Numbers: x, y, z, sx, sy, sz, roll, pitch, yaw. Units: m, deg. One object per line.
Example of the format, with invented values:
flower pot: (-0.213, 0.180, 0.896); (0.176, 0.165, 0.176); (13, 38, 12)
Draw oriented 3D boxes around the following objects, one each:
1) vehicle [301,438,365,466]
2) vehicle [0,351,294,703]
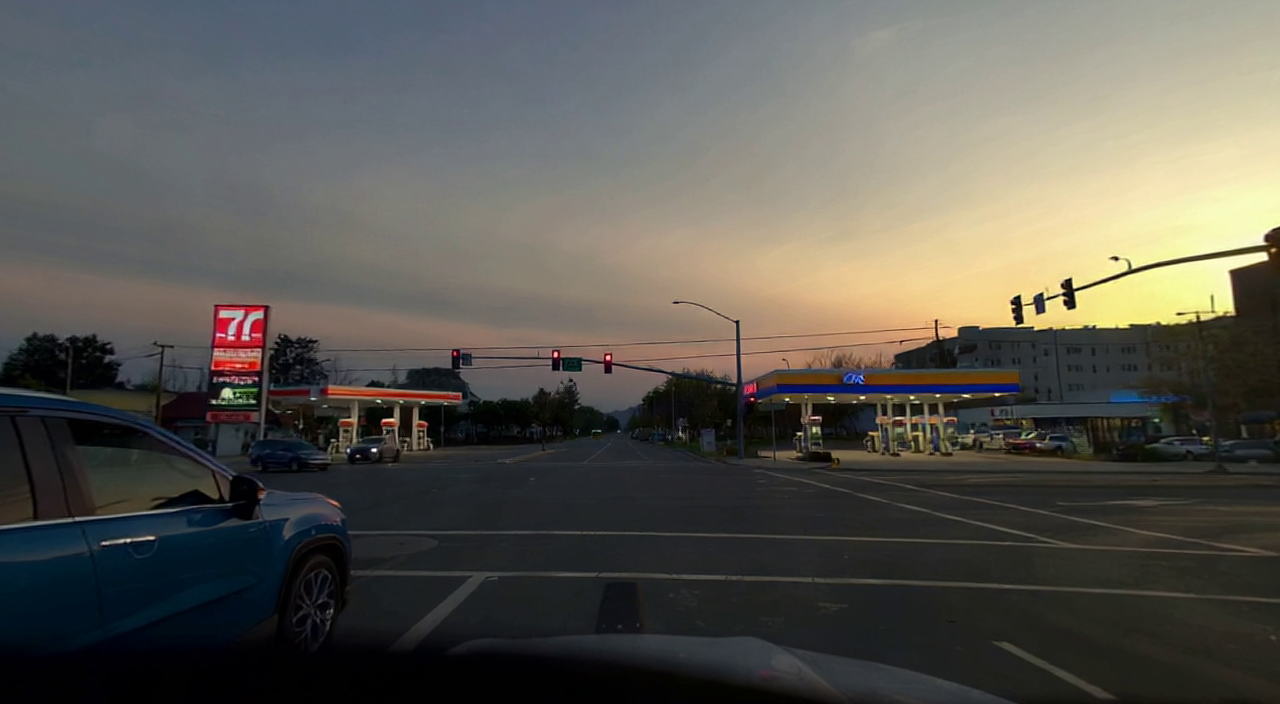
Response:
vehicle: (-20.438, 6.680, 42.146); (2.004, 1.699, 4.486); (0, -9, 1)
vehicle: (-3.421, 0.803, 2.040); (2.053, 1.690, 4.364); (0, -9, 1)
